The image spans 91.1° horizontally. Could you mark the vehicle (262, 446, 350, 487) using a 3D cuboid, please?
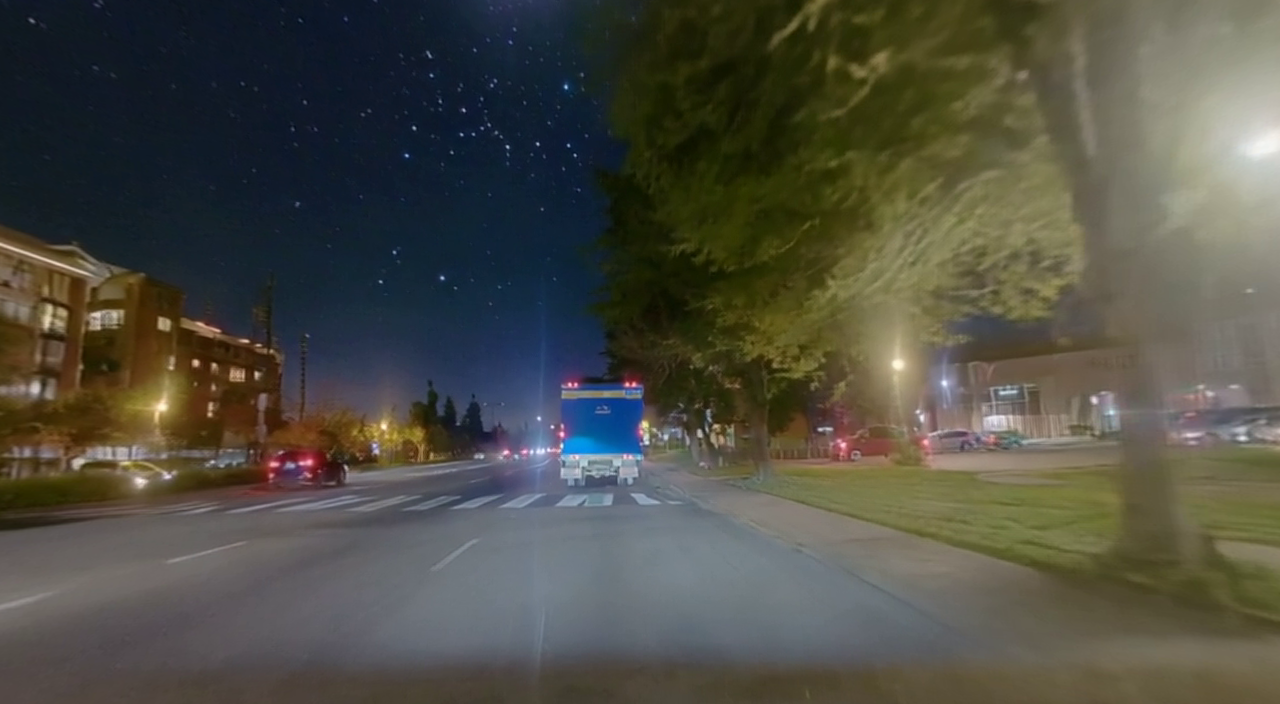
[{"bbox_3d":[-14.957,5.109,28.370,1.958,1.672,4.283,1,-8,-6],"label":"vehicle"}]

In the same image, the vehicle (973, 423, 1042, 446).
[{"bbox_3d":[24.166,5.445,41.293,3.537,1.393,1.581,1,-10,-5],"label":"vehicle"}]

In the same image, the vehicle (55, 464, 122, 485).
[{"bbox_3d":[-42.027,9.308,47.876,1.645,1.416,3.497,-5,-10,36],"label":"vehicle"}]

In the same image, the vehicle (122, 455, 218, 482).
[{"bbox_3d":[-36.656,9.112,49.076,5.452,1.994,2.312,0,-8,-3],"label":"vehicle"}]

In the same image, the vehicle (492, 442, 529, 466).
[{"bbox_3d":[-9.994,7.923,48.784,2.095,1.759,4.433,0,-8,-2],"label":"vehicle"}]

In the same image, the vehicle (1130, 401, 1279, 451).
[{"bbox_3d":[25.424,3.246,27.665,5.850,2.049,2.317,0,-8,-5],"label":"vehicle"}]

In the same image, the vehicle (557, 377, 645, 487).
[{"bbox_3d":[-1.556,3.316,25.382,2.905,3.644,8.807,1,-8,-3],"label":"vehicle"}]

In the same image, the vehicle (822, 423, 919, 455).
[{"bbox_3d":[11.994,4.562,32.875,4.321,1.579,1.823,1,-8,-3],"label":"vehicle"}]
